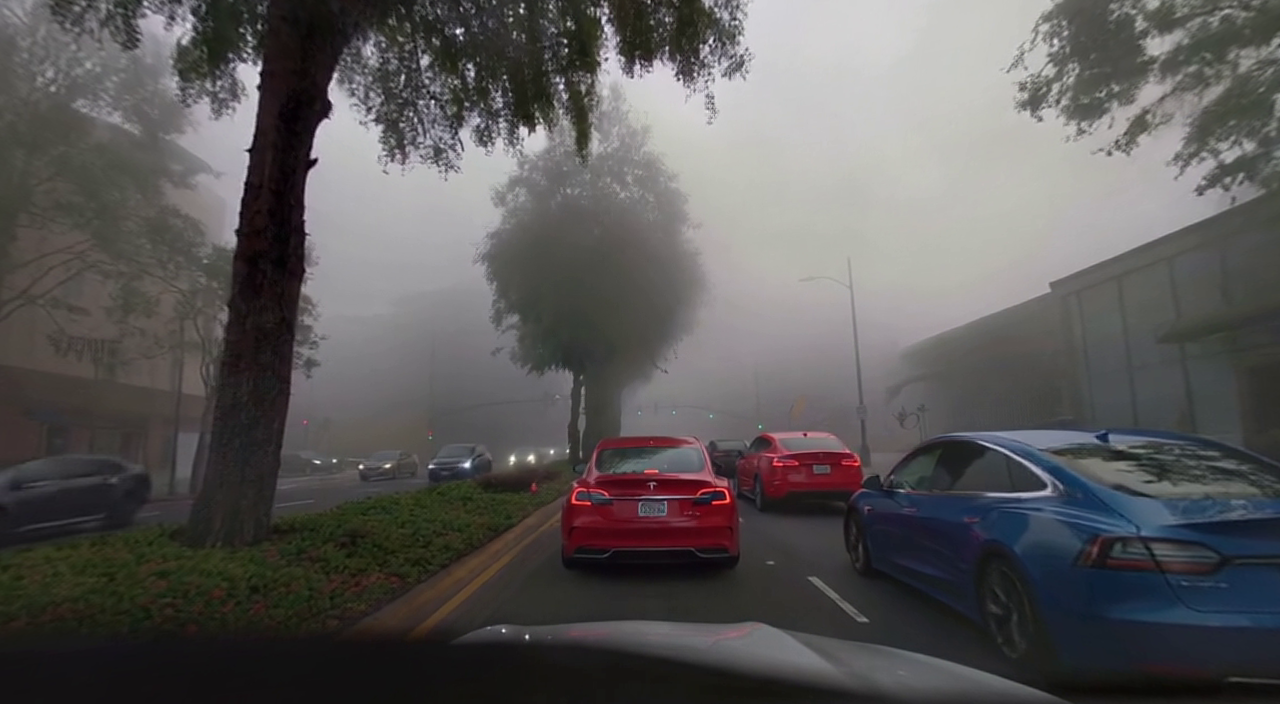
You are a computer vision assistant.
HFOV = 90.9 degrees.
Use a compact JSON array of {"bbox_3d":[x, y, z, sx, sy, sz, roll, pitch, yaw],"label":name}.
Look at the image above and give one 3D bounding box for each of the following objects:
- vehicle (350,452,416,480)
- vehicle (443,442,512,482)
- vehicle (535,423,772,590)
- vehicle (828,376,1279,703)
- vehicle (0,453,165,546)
[{"bbox_3d":[-14.780,6.575,36.527,1.999,1.462,4.200,0,-8,1],"label":"vehicle"},{"bbox_3d":[-7.450,5.070,29.326,1.968,1.682,4.213,0,-8,1],"label":"vehicle"},{"bbox_3d":[0.131,1.685,7.725,2.137,1.488,3.938,0,-8,0],"label":"vehicle"},{"bbox_3d":[3.209,1.251,4.996,2.038,1.651,4.455,0,-8,0],"label":"vehicle"},{"bbox_3d":[-11.657,2.700,11.942,1.917,1.506,4.280,0,-8,1],"label":"vehicle"}]
